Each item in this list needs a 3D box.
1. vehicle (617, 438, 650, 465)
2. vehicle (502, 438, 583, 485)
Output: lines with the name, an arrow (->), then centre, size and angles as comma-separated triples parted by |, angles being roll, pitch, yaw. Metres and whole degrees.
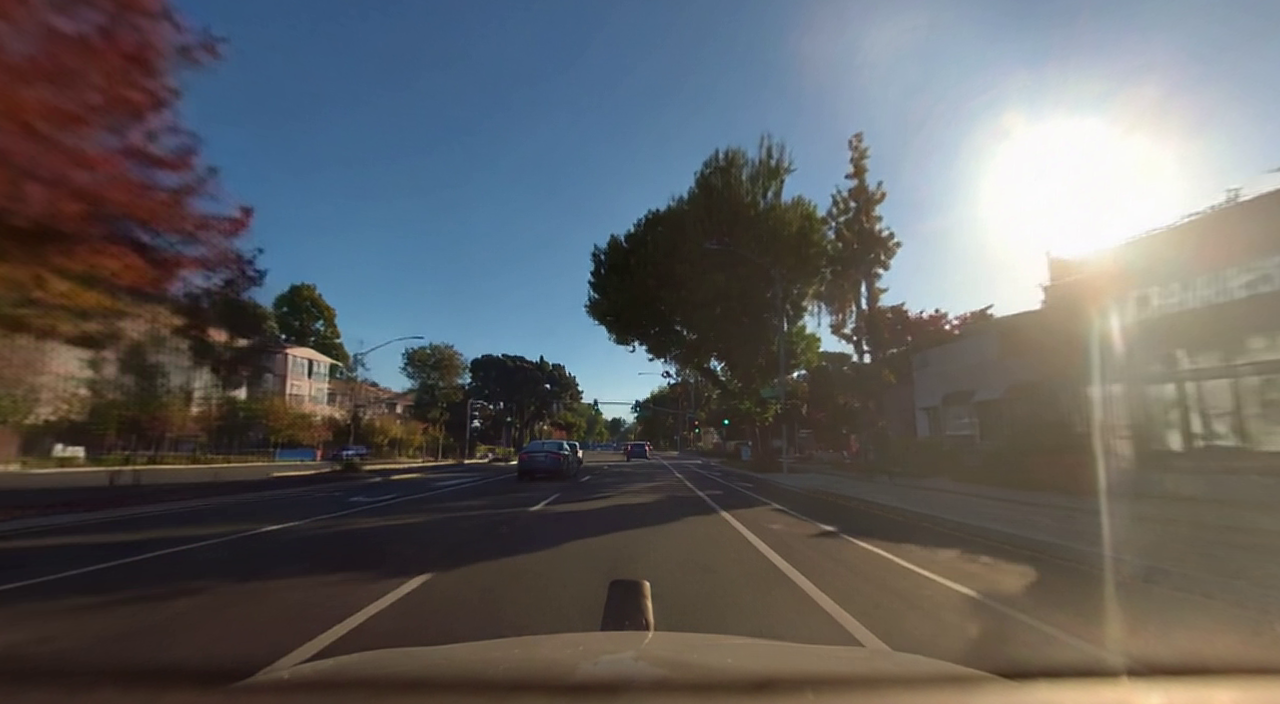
vehicle -> -0.420, 6.837, 43.442 | 2.153, 1.764, 4.047 | 0, -8, 0
vehicle -> -3.278, 3.772, 22.146 | 2.015, 1.470, 4.458 | 0, -8, 1
